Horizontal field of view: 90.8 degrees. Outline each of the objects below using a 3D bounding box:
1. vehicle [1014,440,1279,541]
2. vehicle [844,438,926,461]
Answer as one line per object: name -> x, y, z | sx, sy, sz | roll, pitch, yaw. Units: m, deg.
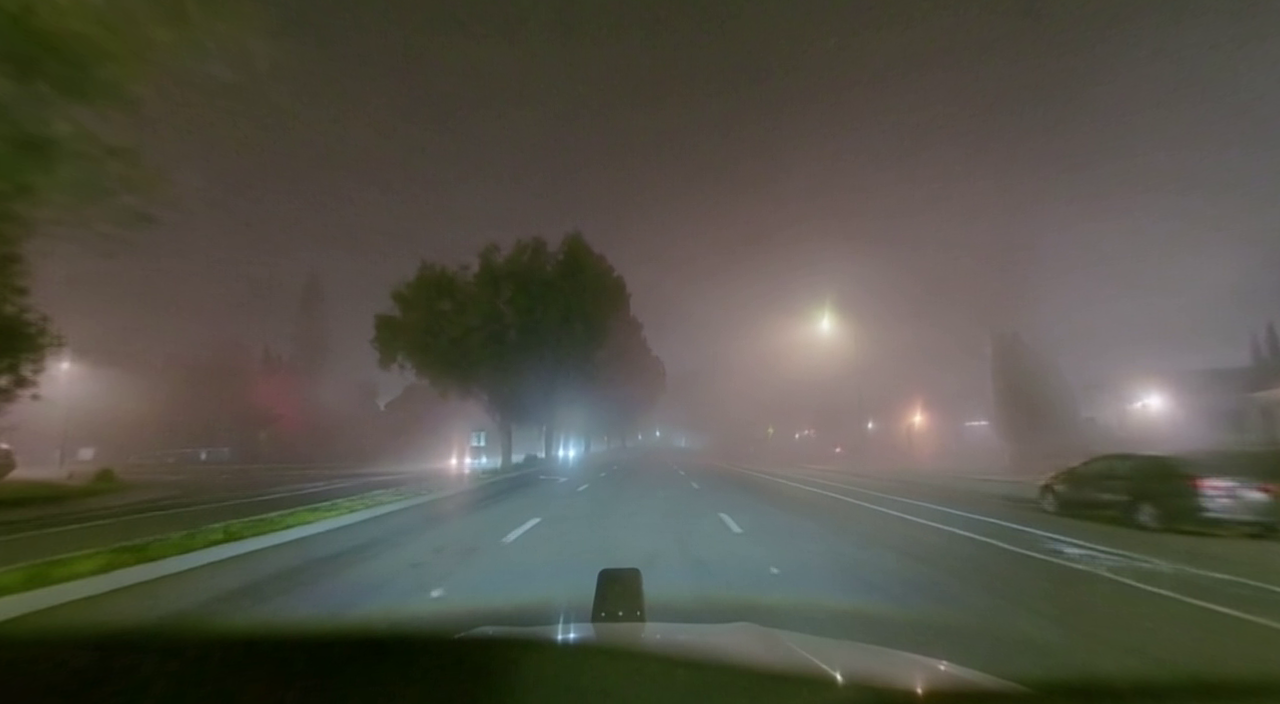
vehicle -> 9.563, 2.498, 12.110 | 2.076, 1.547, 4.398 | 0, -9, 0
vehicle -> 16.272, 6.502, 42.048 | 4.592, 1.472, 2.009 | 0, -9, 0
